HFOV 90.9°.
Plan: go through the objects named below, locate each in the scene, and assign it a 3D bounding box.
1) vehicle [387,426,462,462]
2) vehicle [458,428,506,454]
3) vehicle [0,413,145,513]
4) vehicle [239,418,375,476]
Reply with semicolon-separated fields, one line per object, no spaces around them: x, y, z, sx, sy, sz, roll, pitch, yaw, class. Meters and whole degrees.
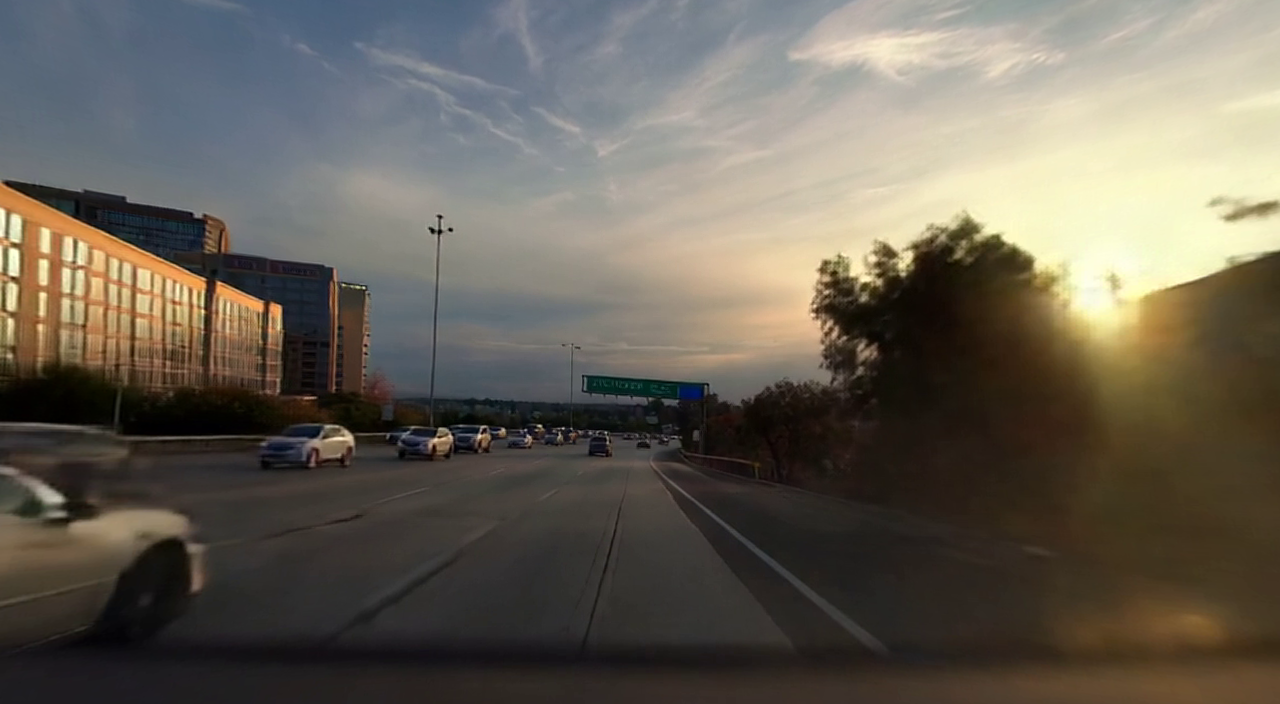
-10.428;4.506;30.872;2.016;1.607;4.491;-1;-9;1;vehicle
-10.585;6.033;42.630;1.926;1.650;4.593;-1;-8;1;vehicle
-10.817;1.779;10.147;1.953;1.520;4.549;-1;-8;1;vehicle
-10.665;3.105;20.622;2.033;1.662;4.394;0;-8;0;vehicle
